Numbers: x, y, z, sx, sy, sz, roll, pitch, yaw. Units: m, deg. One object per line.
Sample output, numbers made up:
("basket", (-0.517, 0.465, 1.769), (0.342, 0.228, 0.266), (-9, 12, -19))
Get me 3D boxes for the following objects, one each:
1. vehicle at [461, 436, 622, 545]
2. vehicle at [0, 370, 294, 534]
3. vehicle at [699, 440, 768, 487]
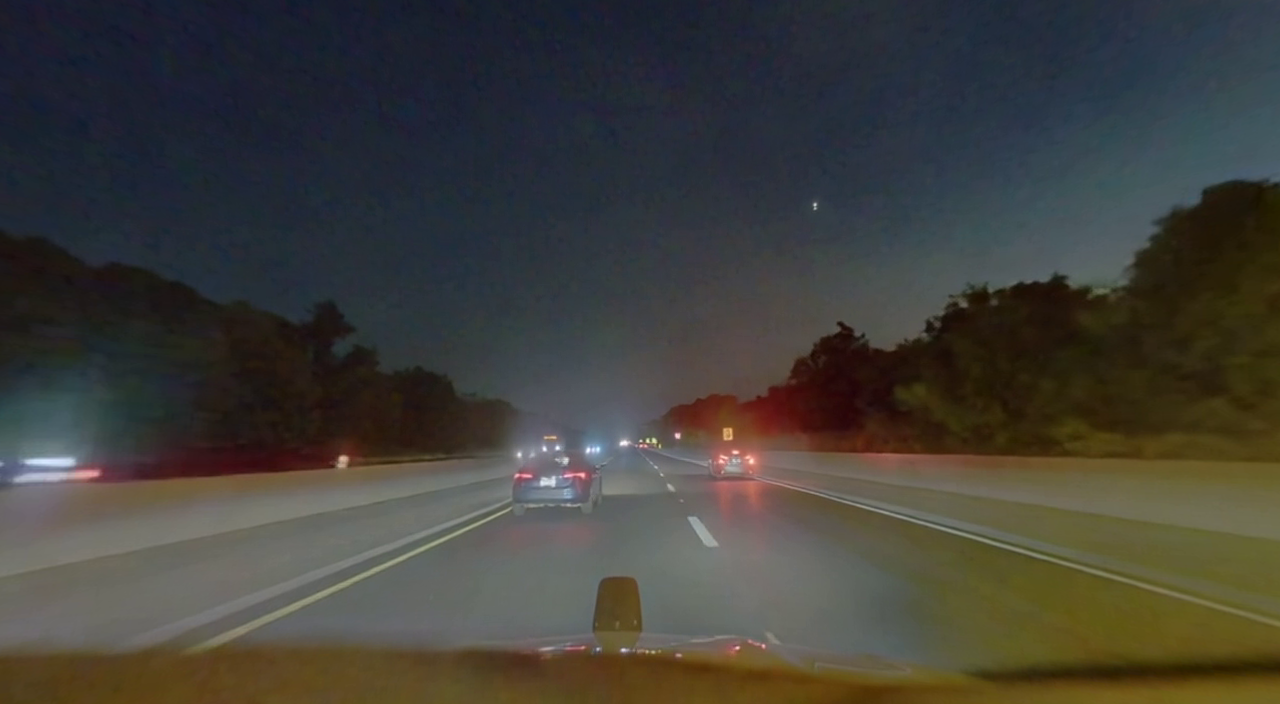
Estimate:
("vehicle", (-1.419, 2.225, 10.761), (2.013, 1.479, 4.169), (0, -9, 1))
("vehicle", (-9.746, 1.950, 12.467), (2.391, 2.518, 5.577), (0, -9, 1))
("vehicle", (3.297, 3.991, 22.705), (1.910, 1.554, 3.718), (0, -9, 0))
